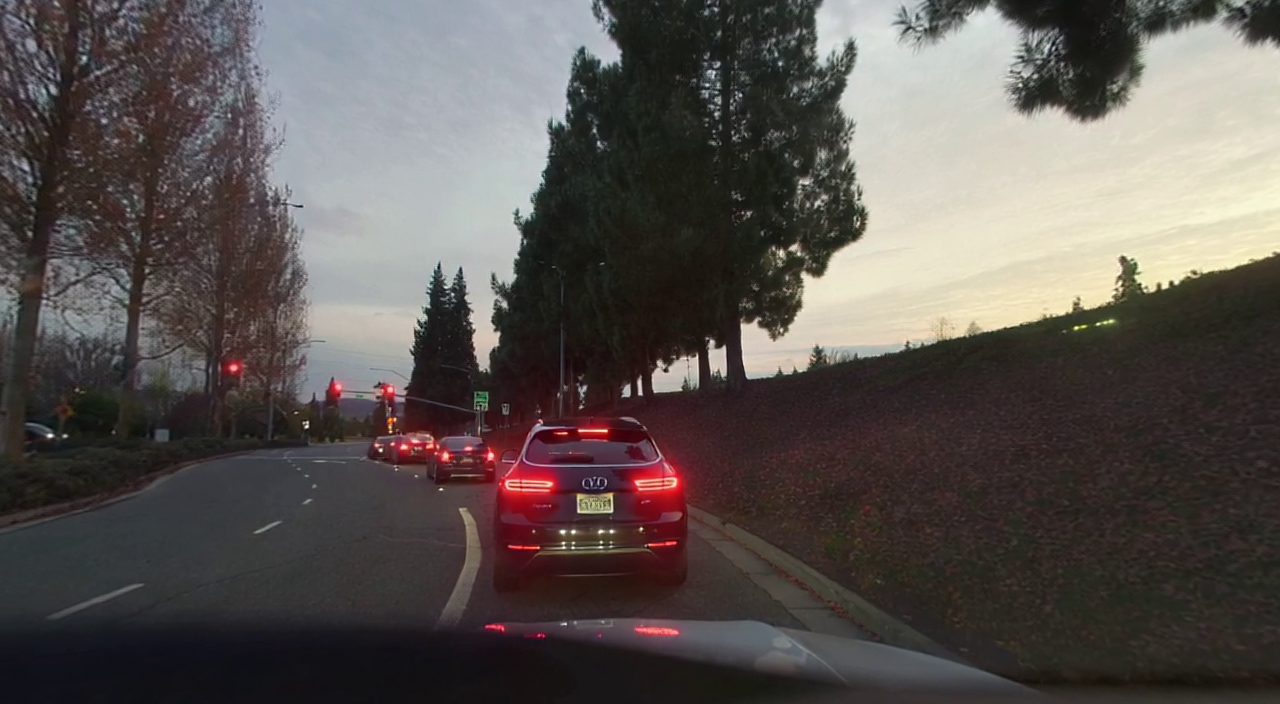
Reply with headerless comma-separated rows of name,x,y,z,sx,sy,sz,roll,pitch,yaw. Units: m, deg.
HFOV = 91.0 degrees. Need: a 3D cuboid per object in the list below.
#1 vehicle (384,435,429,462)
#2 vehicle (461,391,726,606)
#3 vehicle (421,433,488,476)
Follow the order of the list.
vehicle,-13.754,5.641,36.898,1.863,1.488,4.426,4,-9,-27
vehicle,-0.680,1.460,7.203,2.134,1.671,4.147,1,-8,-9
vehicle,-7.299,3.950,24.483,1.902,1.536,3.662,4,-9,-25
